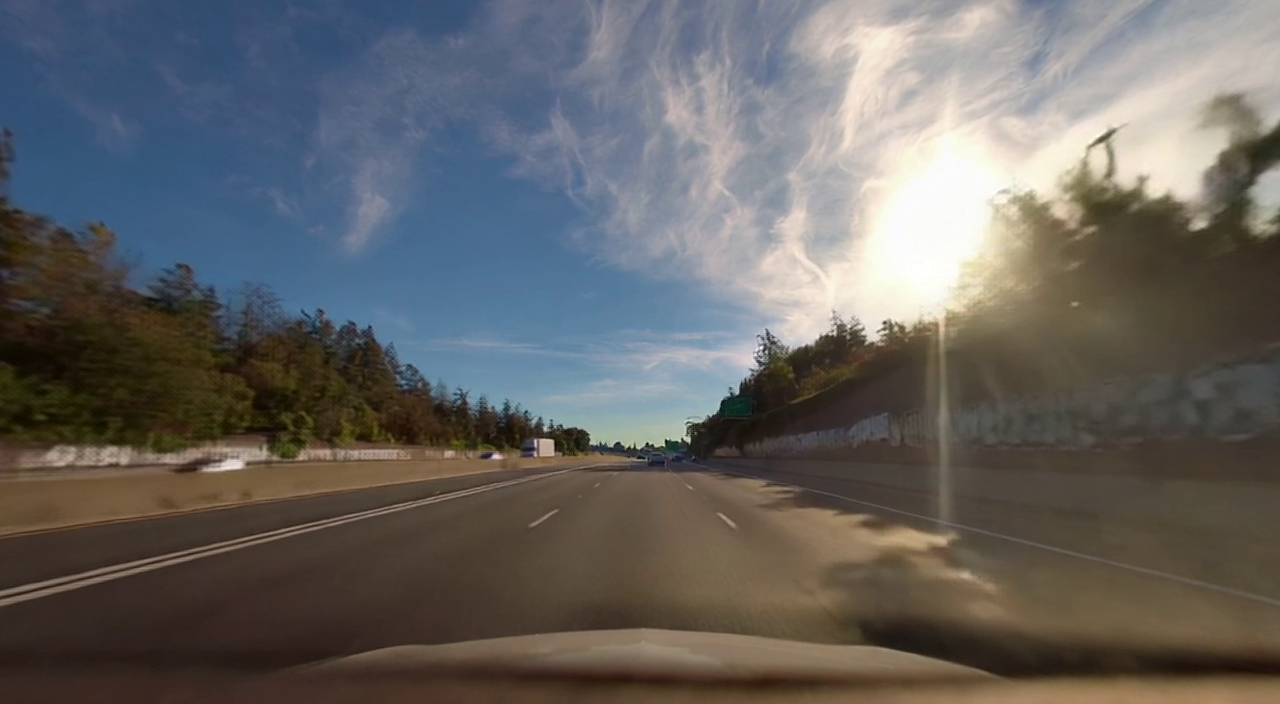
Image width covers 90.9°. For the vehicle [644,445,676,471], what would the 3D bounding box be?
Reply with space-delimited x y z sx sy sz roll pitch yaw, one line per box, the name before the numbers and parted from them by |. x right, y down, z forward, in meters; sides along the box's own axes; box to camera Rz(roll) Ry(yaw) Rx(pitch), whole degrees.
vehicle | 1.538 8.393 49.850 2.279 1.934 4.268 0 -9 -1

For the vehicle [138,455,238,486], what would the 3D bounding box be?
vehicle | -23.452 6.144 32.938 1.807 1.439 4.372 -1 -9 3
